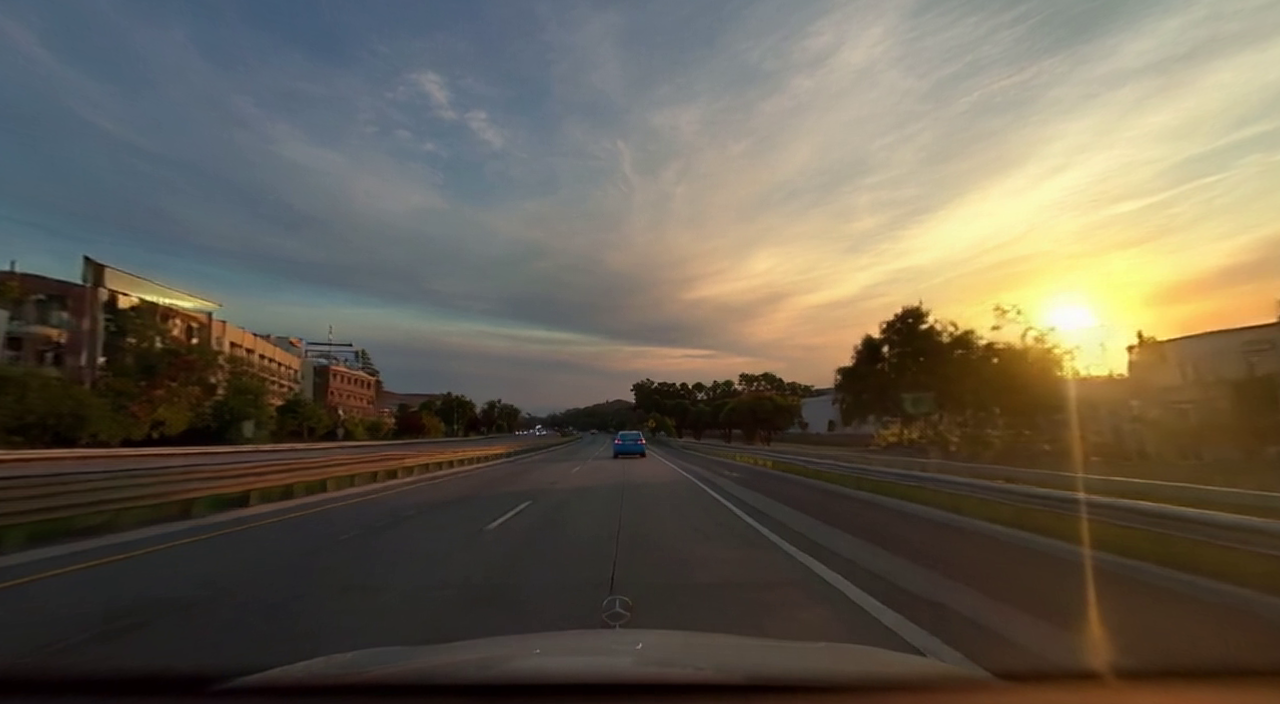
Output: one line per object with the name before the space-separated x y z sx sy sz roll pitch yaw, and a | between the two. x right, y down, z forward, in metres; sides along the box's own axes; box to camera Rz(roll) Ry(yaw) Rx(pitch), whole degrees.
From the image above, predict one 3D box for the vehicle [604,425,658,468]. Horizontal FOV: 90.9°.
vehicle | -0.397 3.857 25.866 2.020 1.633 3.942 0 -8 -1
